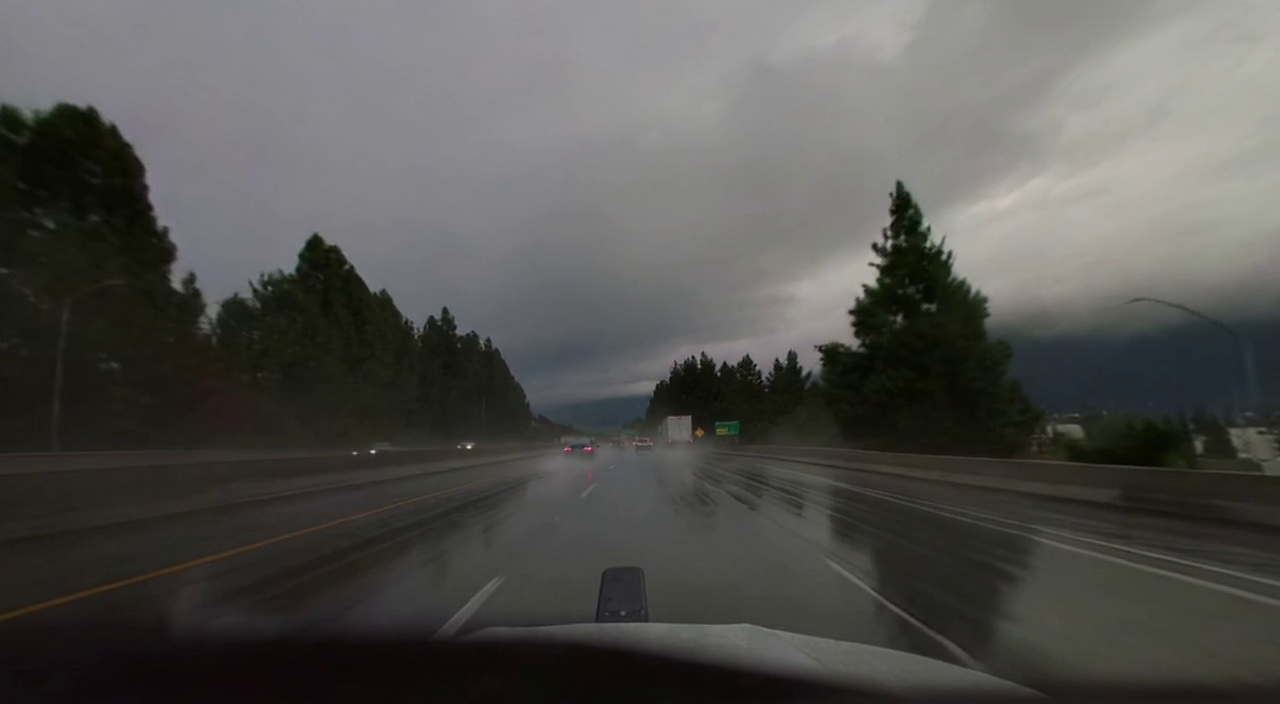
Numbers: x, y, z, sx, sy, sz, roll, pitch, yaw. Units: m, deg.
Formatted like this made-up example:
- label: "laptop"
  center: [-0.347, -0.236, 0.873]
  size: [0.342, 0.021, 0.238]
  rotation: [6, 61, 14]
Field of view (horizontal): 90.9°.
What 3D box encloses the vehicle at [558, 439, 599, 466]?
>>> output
- label: "vehicle"
  center: [-3.646, 6.062, 38.116]
  size: [2.025, 1.571, 3.662]
  rotation: [-1, -9, 1]
